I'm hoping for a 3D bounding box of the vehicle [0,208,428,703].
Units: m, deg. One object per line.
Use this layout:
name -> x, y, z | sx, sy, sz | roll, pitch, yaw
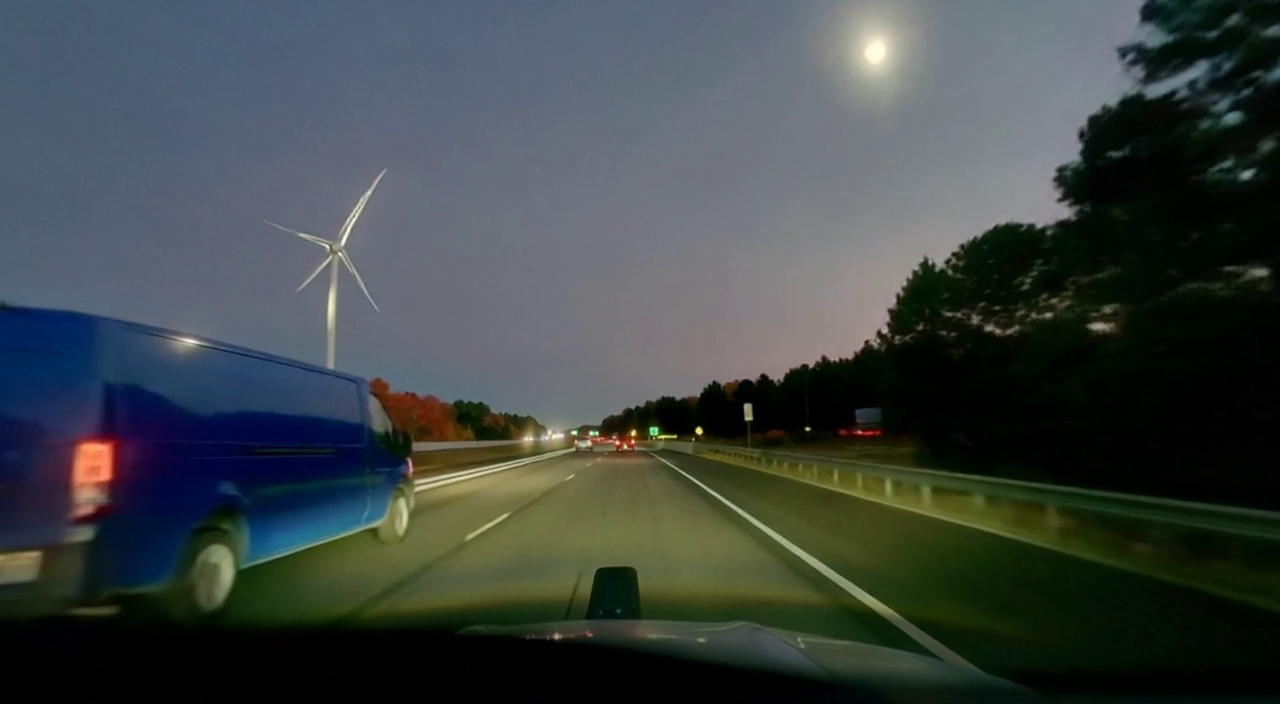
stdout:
vehicle -> -3.802, 0.838, 5.206 | 2.303, 2.323, 5.089 | 0, -8, 0
